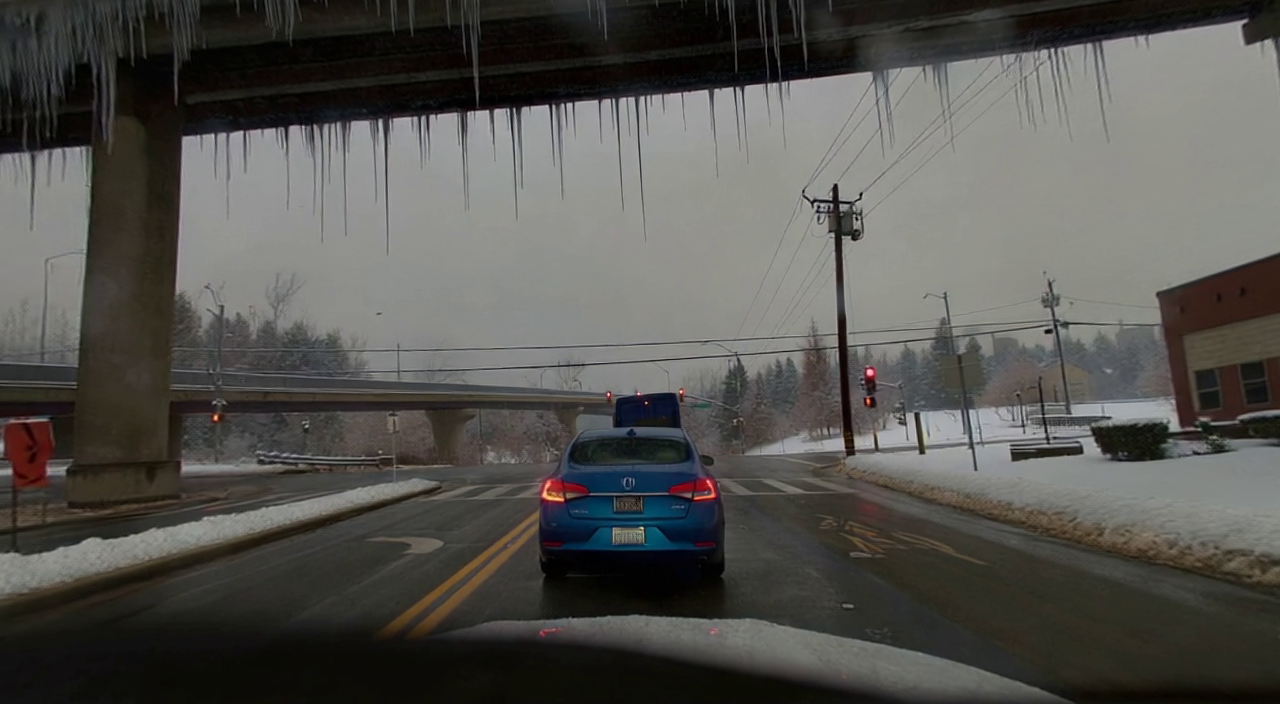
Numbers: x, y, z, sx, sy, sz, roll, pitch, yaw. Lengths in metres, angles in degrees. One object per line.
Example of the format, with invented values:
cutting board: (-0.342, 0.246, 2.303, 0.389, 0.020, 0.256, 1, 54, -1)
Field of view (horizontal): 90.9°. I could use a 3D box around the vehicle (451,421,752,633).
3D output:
vehicle: (-0.232, 1.527, 6.472, 2.090, 1.458, 4.033, -1, -9, 1)
